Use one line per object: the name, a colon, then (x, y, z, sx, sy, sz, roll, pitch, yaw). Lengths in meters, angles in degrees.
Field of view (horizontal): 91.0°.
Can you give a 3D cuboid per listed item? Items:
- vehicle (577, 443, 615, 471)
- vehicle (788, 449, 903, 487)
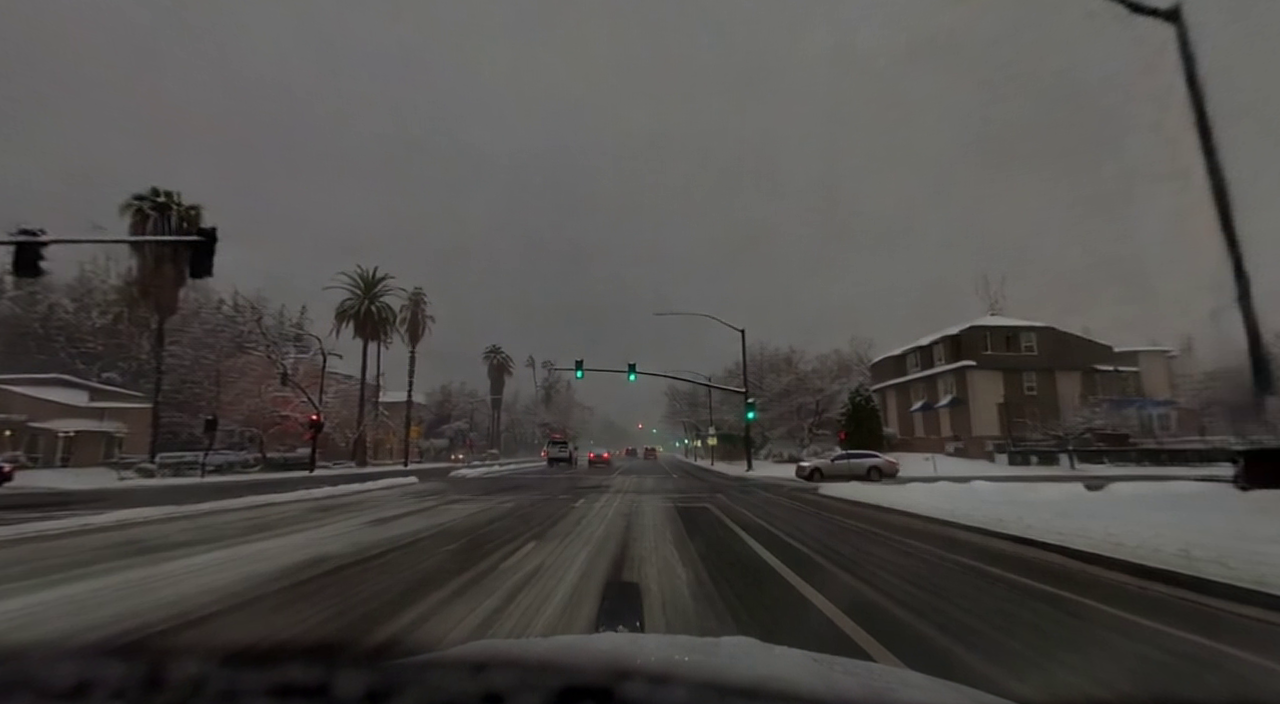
vehicle: (-2.932, 7.212, 43.386, 2.116, 1.806, 4.516, 0, -9, 2)
vehicle: (8.783, 5.006, 27.317, 4.509, 1.520, 1.952, -1, -9, 11)
